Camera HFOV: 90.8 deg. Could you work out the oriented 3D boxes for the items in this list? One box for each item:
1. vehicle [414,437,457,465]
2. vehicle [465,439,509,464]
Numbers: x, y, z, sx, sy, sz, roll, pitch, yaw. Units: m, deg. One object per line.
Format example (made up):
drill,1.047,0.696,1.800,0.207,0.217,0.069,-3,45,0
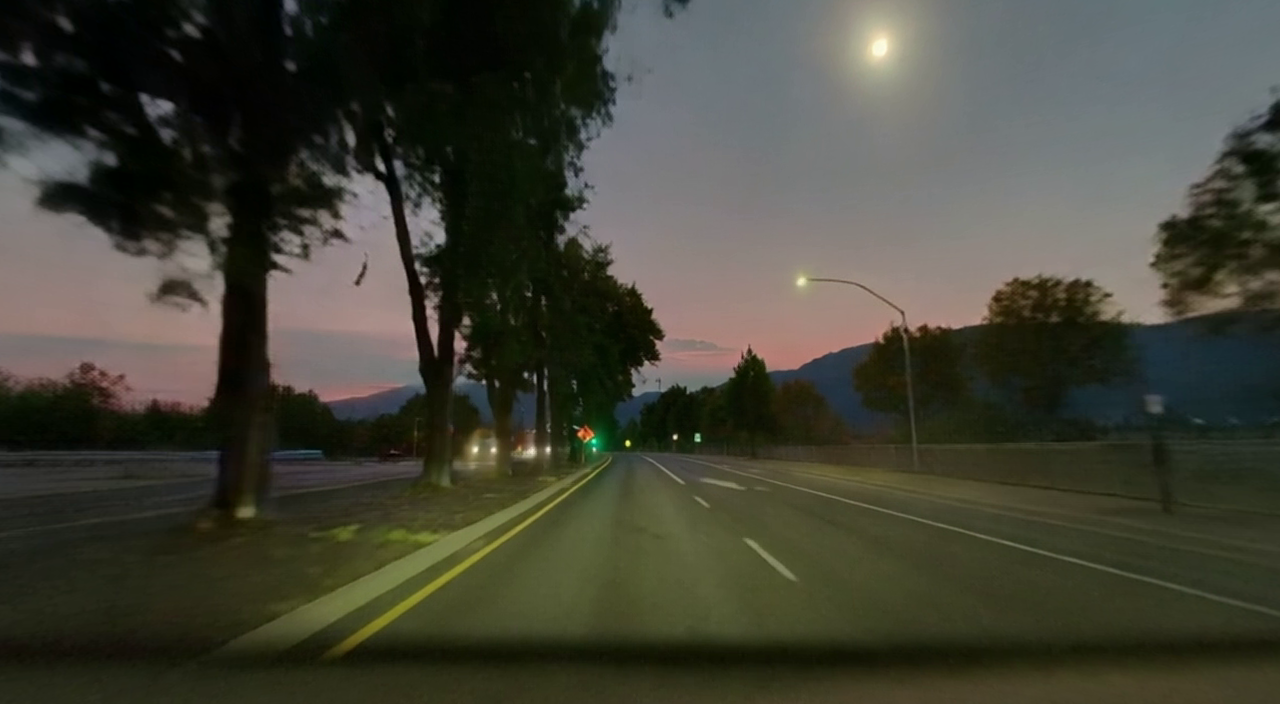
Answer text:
vehicle,-15.712,7.594,48.620,2.340,2.062,3.192,0,-9,-3
vehicle,-11.554,7.569,48.010,2.236,1.758,4.564,0,-9,-1
